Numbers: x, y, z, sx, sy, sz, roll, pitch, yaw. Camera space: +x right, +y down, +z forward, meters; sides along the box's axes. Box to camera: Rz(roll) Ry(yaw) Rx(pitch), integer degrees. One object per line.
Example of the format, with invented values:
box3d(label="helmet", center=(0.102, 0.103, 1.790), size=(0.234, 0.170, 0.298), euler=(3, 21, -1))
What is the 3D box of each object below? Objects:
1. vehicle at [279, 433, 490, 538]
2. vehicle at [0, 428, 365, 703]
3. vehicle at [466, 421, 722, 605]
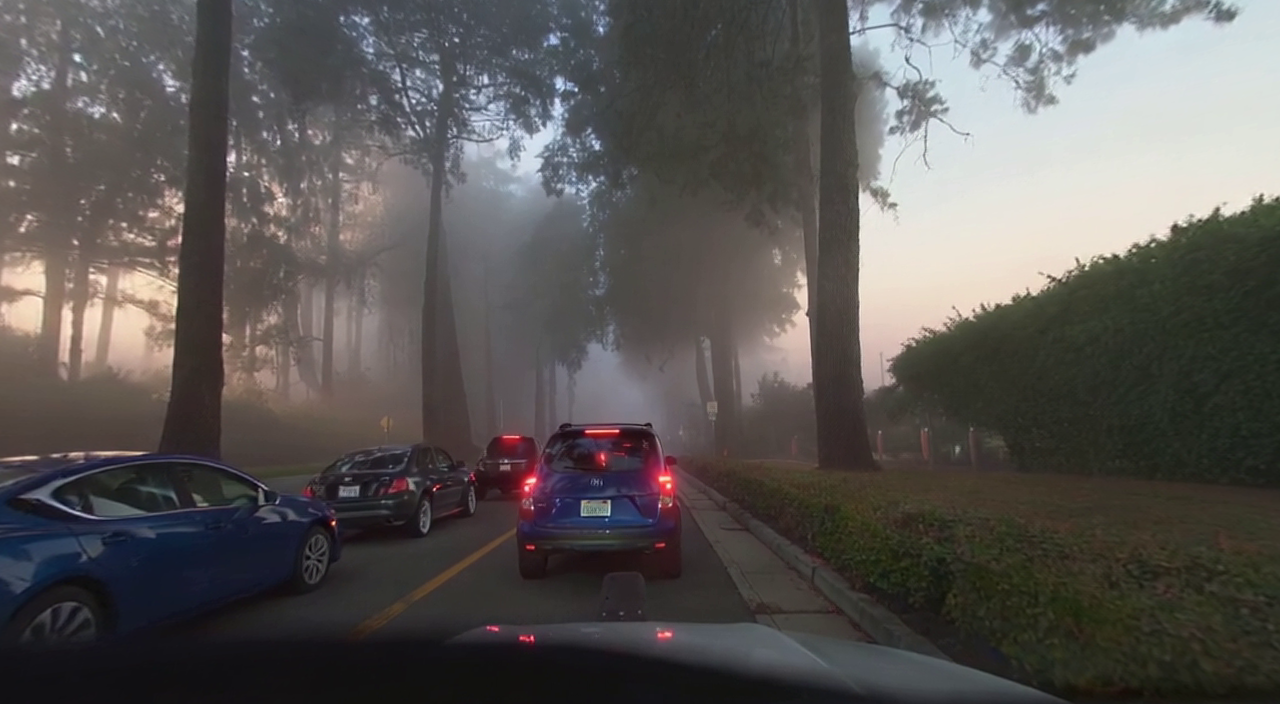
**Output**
box3d(label="vehicle", center=(-4.257, 2.276, 11.471), size=(1.898, 1.503, 4.453), euler=(0, -8, 1))
box3d(label="vehicle", center=(-3.810, 1.289, 4.469), size=(1.784, 1.408, 4.141), euler=(0, -8, 1))
box3d(label="vehicle", center=(-0.417, 1.645, 7.393), size=(2.127, 1.517, 4.090), euler=(0, -8, -1))
